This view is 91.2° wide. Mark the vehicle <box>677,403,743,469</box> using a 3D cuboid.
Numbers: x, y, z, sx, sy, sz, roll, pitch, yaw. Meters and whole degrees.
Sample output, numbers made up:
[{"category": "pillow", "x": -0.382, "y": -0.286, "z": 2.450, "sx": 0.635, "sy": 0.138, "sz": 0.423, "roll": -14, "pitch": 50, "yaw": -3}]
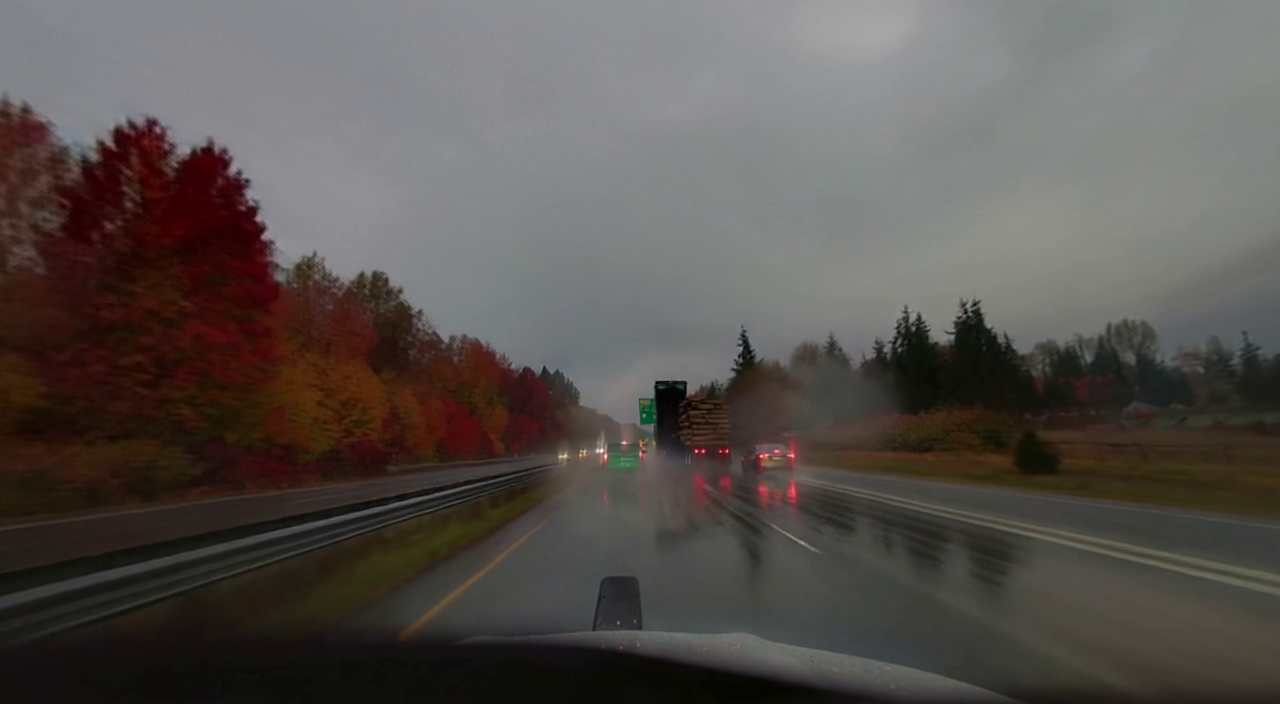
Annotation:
[{"category": "vehicle", "x": 4.446, "y": 5.638, "z": 41.695, "sx": 3.125, "sy": 3.895, "sz": 8.461, "roll": 0, "pitch": -9, "yaw": -2}]

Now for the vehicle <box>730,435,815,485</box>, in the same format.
[{"category": "vehicle", "x": 4.767, "y": 3.966, "z": 23.304, "sx": 2.057, "sy": 1.660, "sz": 4.525, "roll": 0, "pitch": -9, "yaw": -1}]

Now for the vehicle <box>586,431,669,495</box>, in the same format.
[{"category": "vehicle", "x": -0.360, "y": 3.351, "z": 19.199, "sx": 2.263, "sy": 1.699, "sz": 3.936, "roll": 0, "pitch": -9, "yaw": 0}]
